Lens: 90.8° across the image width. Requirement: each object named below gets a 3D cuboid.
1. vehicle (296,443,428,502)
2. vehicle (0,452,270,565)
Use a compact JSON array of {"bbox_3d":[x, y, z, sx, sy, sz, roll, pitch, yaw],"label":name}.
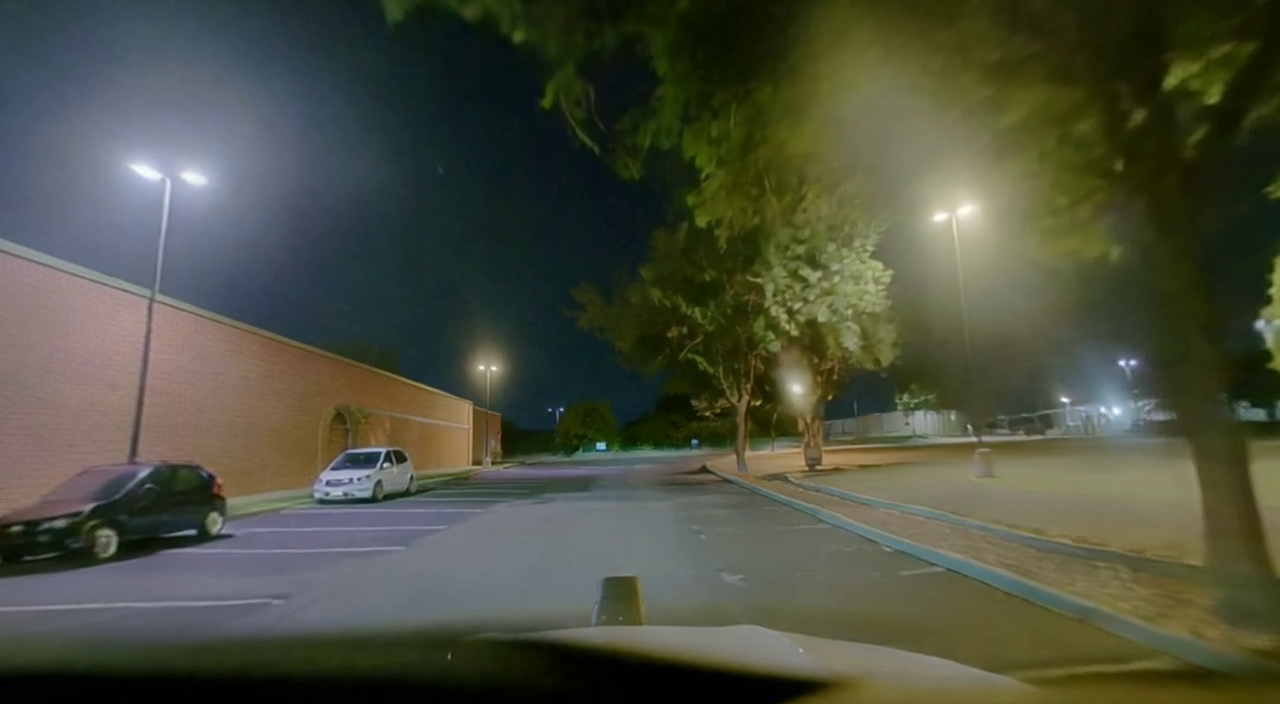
[{"bbox_3d":[-9.325,4.049,21.791,2.360,1.741,4.912,0,-8,0],"label":"vehicle"},{"bbox_3d":[-9.060,2.627,11.425,2.038,1.525,4.383,0,-8,1],"label":"vehicle"}]
